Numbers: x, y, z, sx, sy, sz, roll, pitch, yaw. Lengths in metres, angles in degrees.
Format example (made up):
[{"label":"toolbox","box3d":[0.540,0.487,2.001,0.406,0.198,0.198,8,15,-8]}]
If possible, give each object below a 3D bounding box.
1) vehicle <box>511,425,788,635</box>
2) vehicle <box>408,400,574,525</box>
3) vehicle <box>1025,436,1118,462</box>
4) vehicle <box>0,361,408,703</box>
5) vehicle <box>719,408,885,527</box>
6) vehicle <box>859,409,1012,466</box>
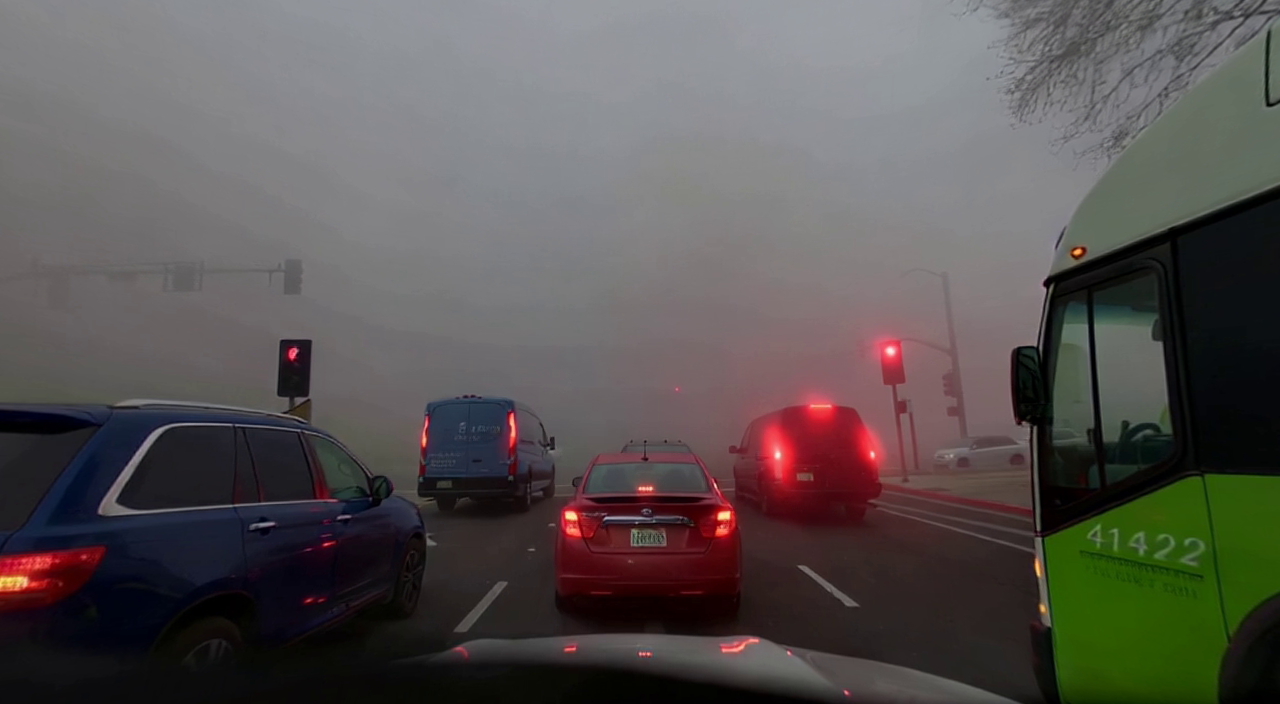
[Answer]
[{"label":"vehicle","box3d":[0.059,1.549,6.418,1.976,1.485,3.624,0,-8,0]},{"label":"vehicle","box3d":[-2.936,2.355,13.952,2.335,2.221,5.165,0,-8,1]},{"label":"vehicle","box3d":[25.869,5.824,37.978,4.229,1.489,1.794,0,-8,-1]},{"label":"vehicle","box3d":[-3.417,1.178,4.630,1.921,1.701,3.989,0,-8,0]},{"label":"vehicle","box3d":[3.142,2.395,13.676,2.143,2.036,5.367,0,-8,0]},{"label":"vehicle","box3d":[17.588,5.130,37.924,7.839,3.213,2.628,0,-8,-3]}]
